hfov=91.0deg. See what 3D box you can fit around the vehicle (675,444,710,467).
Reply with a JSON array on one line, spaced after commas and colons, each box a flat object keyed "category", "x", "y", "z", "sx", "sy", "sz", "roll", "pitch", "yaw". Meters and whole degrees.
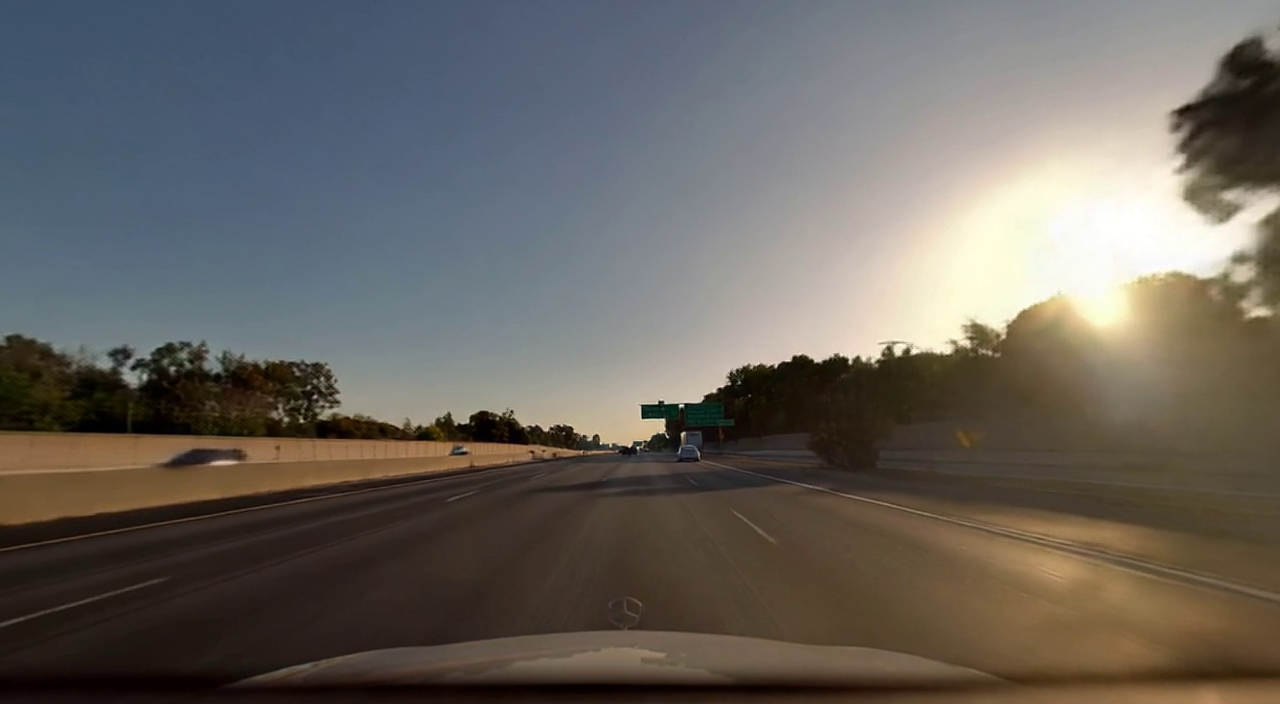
[{"category": "vehicle", "x": 3.614, "y": 7.263, "z": 44.310, "sx": 2.033, "sy": 1.501, "sz": 4.398, "roll": 0, "pitch": -9, "yaw": -1}]
